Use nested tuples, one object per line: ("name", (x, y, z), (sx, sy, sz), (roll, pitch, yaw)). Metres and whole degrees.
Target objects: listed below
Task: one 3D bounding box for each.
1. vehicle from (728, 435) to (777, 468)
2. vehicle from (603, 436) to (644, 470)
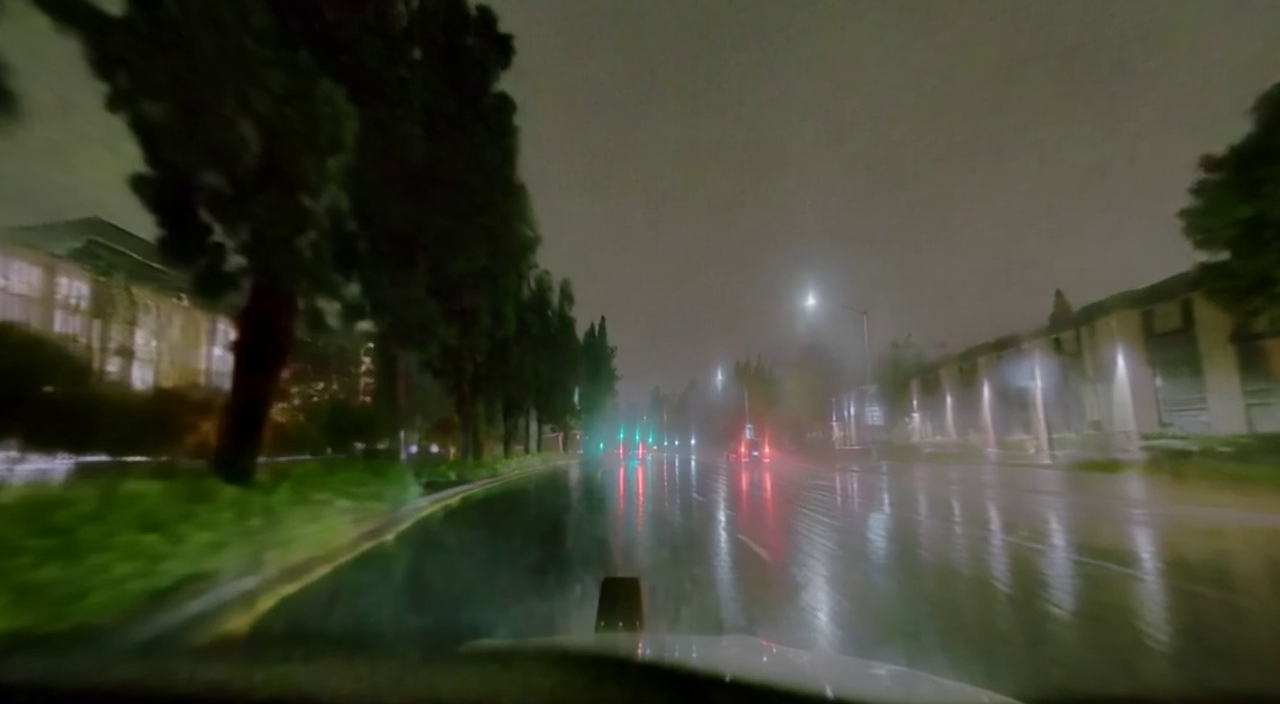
("vehicle", (6.631, 5.920, 37.790), (2.026, 1.804, 4.565), (0, -9, -1))
("vehicle", (-0.904, 5.821, 36.494), (2.193, 1.794, 4.457), (0, -8, 0))
